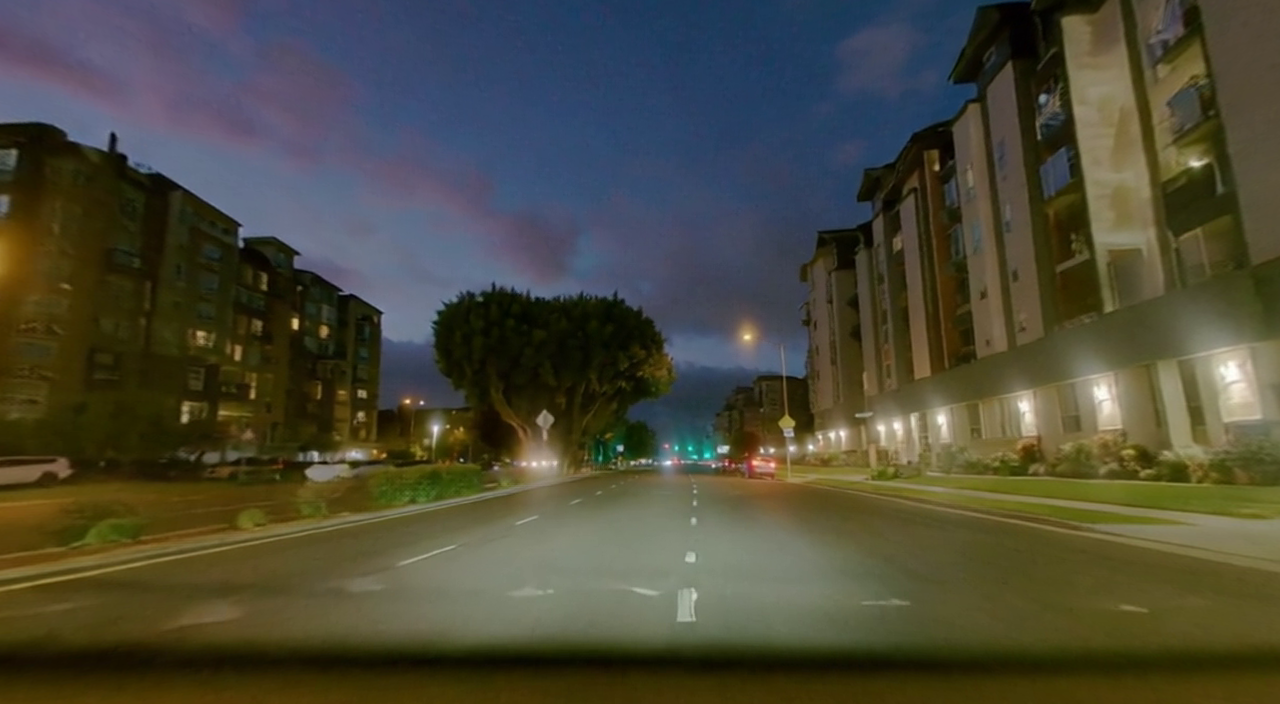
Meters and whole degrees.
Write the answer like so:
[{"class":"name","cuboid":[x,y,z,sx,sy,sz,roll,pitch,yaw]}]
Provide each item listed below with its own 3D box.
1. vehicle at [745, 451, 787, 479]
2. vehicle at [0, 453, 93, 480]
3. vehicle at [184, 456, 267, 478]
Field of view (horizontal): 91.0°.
[{"class":"vehicle","cuboid":[9.071,8.155,45.763,2.241,1.877,4.810,-1,-9,2]},{"class":"vehicle","cuboid":[-38.048,7.332,40.351,4.334,1.686,1.925,-2,-9,9]},{"class":"vehicle","cuboid":[-31.193,8.628,47.397,4.818,1.567,2.023,8,-13,-42]}]
